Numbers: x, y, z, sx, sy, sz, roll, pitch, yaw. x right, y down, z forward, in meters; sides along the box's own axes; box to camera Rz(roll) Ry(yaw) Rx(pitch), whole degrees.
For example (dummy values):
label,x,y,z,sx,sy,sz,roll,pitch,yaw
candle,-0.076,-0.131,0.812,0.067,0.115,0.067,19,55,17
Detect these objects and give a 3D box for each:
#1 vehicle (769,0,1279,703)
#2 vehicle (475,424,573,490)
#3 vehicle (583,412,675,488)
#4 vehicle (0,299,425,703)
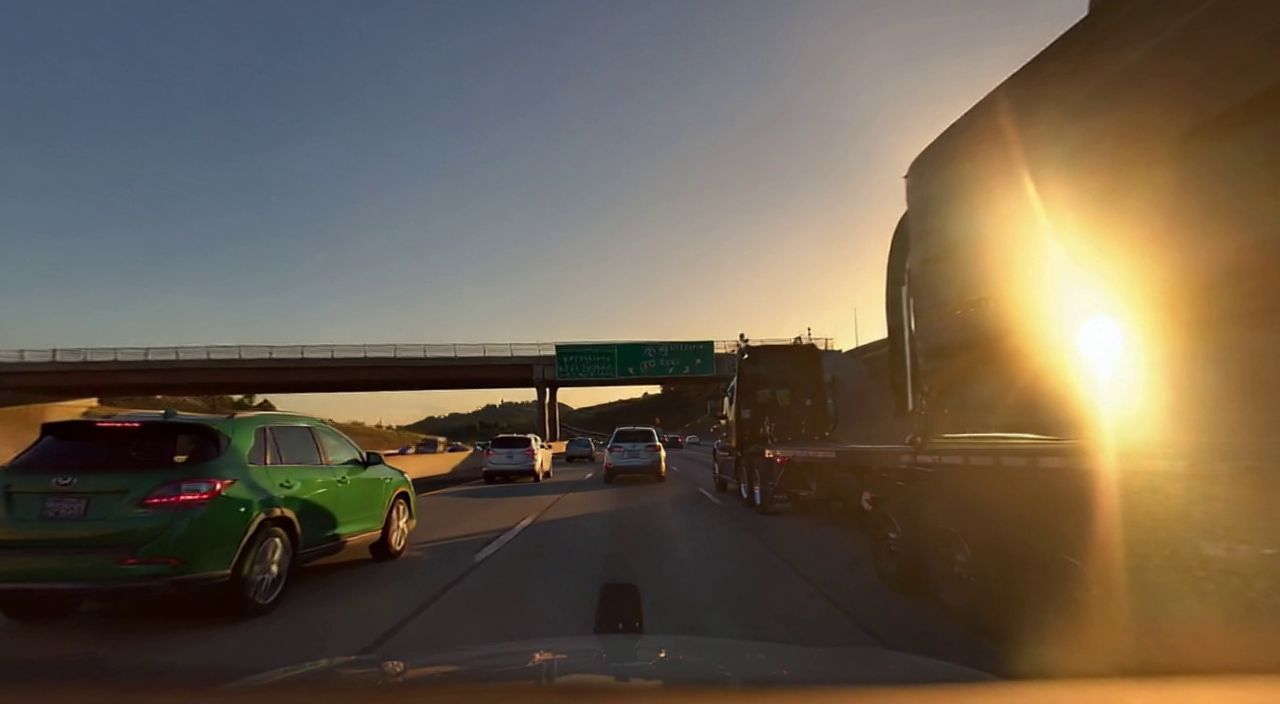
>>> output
label,x,y,z,sx,sy,sz,roll,pitch,yaw
vehicle,3.661,-0.305,2.753,2.852,4.121,16.210,0,-8,0
vehicle,-3.497,3.277,19.975,2.120,1.812,4.659,0,-8,1
vehicle,-0.343,3.307,21.504,2.704,2.216,5.804,0,-8,-1
vehicle,-3.430,1.017,4.286,2.193,1.803,4.958,0,-8,0
